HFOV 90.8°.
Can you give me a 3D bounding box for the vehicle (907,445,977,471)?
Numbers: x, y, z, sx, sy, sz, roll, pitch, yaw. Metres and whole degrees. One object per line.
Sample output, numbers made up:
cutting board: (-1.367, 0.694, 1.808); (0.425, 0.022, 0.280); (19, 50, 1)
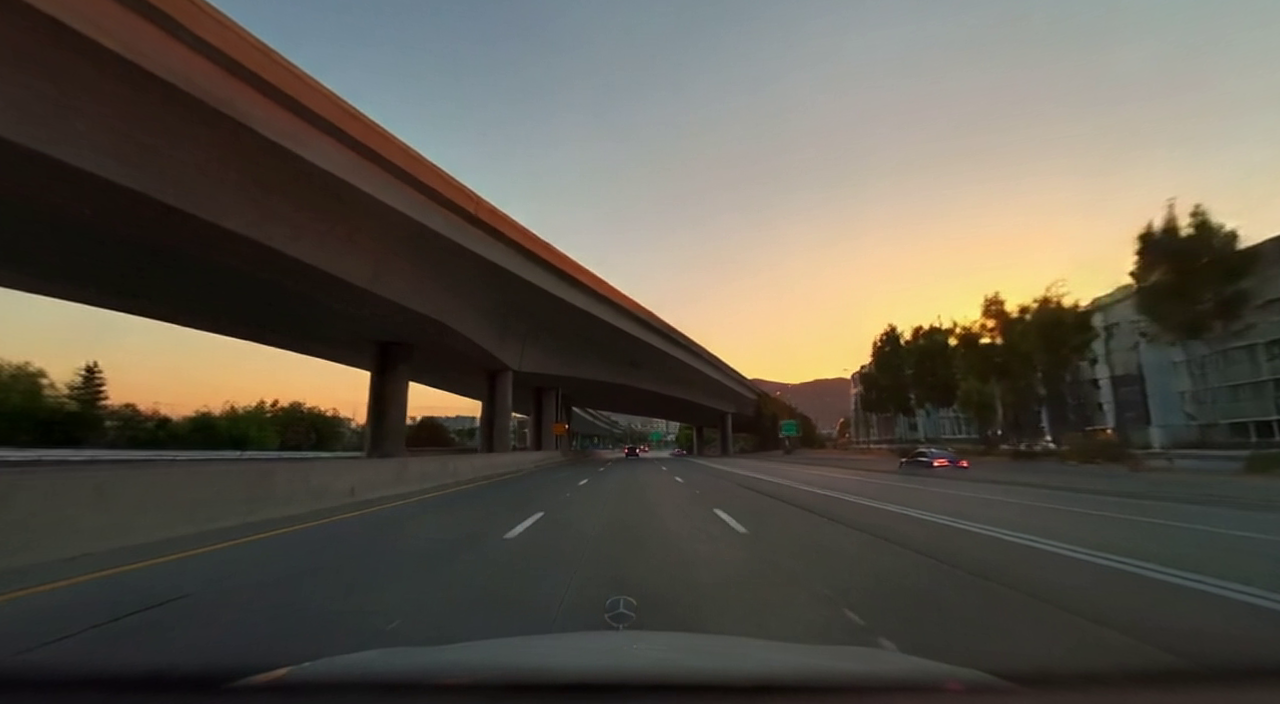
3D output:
vehicle: (18.569, 6.525, 39.134); (2.059, 1.457, 4.537); (0, -8, 0)
